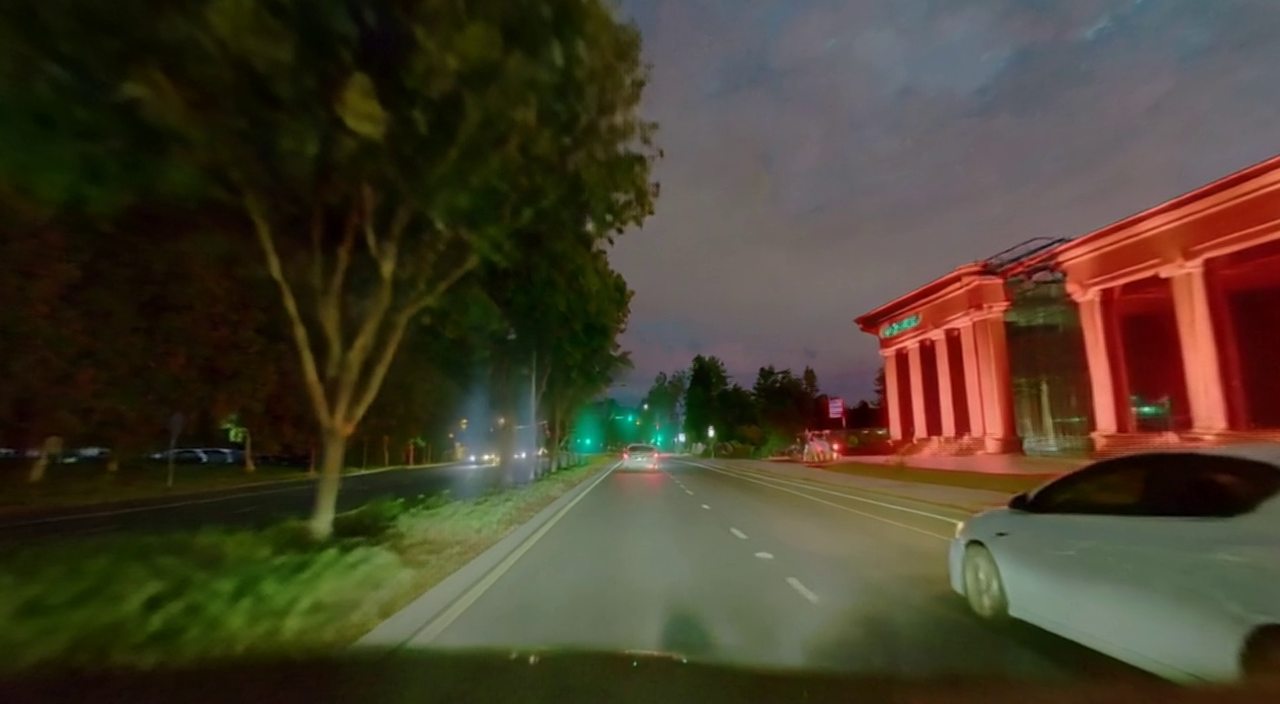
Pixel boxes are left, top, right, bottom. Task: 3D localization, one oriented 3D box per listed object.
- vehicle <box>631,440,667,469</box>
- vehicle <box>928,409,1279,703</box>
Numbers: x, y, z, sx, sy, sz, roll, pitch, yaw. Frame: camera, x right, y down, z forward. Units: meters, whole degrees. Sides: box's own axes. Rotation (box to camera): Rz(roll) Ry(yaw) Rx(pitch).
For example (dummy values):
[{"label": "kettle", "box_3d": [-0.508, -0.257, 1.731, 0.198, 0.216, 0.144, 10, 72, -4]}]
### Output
[{"label": "vehicle", "box_3d": [0.613, 6.435, 39.723, 2.123, 1.703, 4.292, 0, -9, 3]}, {"label": "vehicle", "box_3d": [3.677, 1.091, 3.231, 2.132, 1.497, 4.827, 0, -9, 0]}]
